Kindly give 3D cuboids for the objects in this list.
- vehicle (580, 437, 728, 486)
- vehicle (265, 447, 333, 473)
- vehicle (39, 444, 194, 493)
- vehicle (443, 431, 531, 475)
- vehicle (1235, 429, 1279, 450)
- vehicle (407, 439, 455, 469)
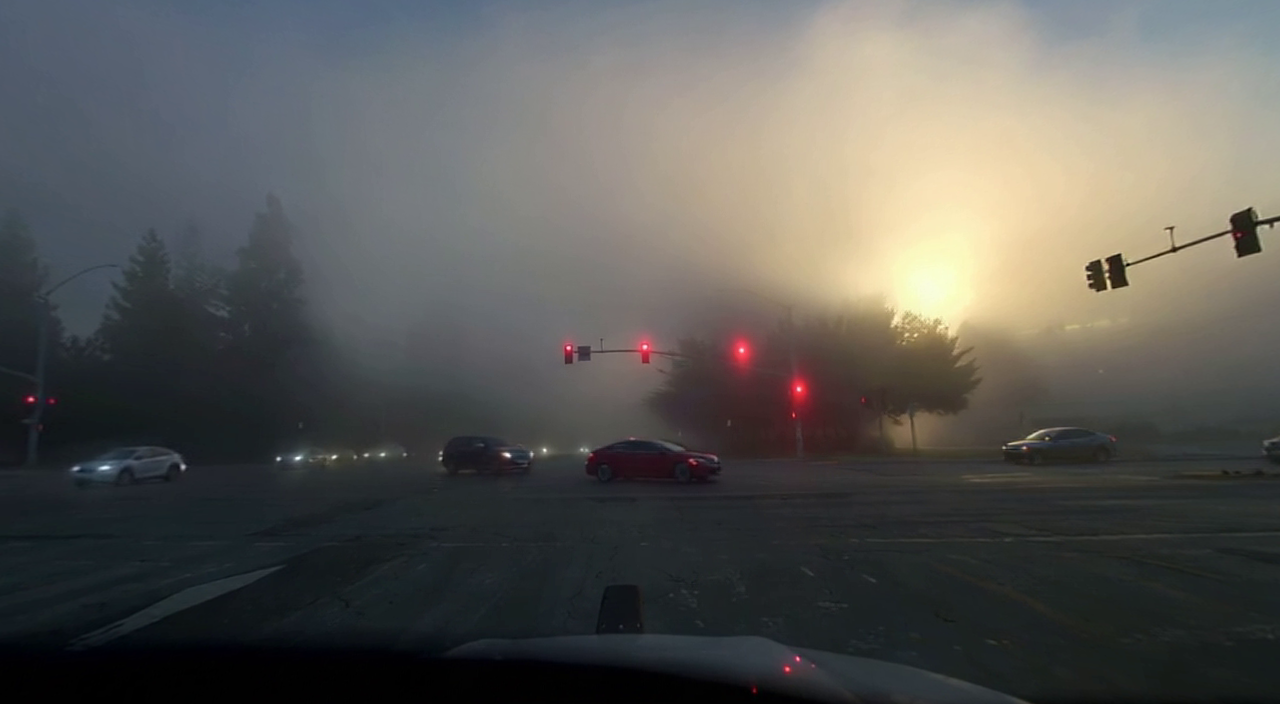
[{"bbox_3d":[0.422,3.672,21.411,4.532,1.467,2.135,-6,-10,32],"label":"vehicle"},{"bbox_3d":[-23.213,7.353,43.219,2.041,1.642,4.628,0,-9,0],"label":"vehicle"},{"bbox_3d":[-19.538,4.337,23.916,1.924,1.656,4.593,0,-9,0],"label":"vehicle"},{"bbox_3d":[-7.200,4.685,29.417,2.017,1.877,4.767,7,-11,-40],"label":"vehicle"},{"bbox_3d":[45.677,6.275,45.252,1.786,1.412,4.330,0,-9,0],"label":"vehicle"},{"bbox_3d":[-12.599,6.148,38.349,1.982,1.678,4.180,1,-9,-8],"label":"vehicle"}]
